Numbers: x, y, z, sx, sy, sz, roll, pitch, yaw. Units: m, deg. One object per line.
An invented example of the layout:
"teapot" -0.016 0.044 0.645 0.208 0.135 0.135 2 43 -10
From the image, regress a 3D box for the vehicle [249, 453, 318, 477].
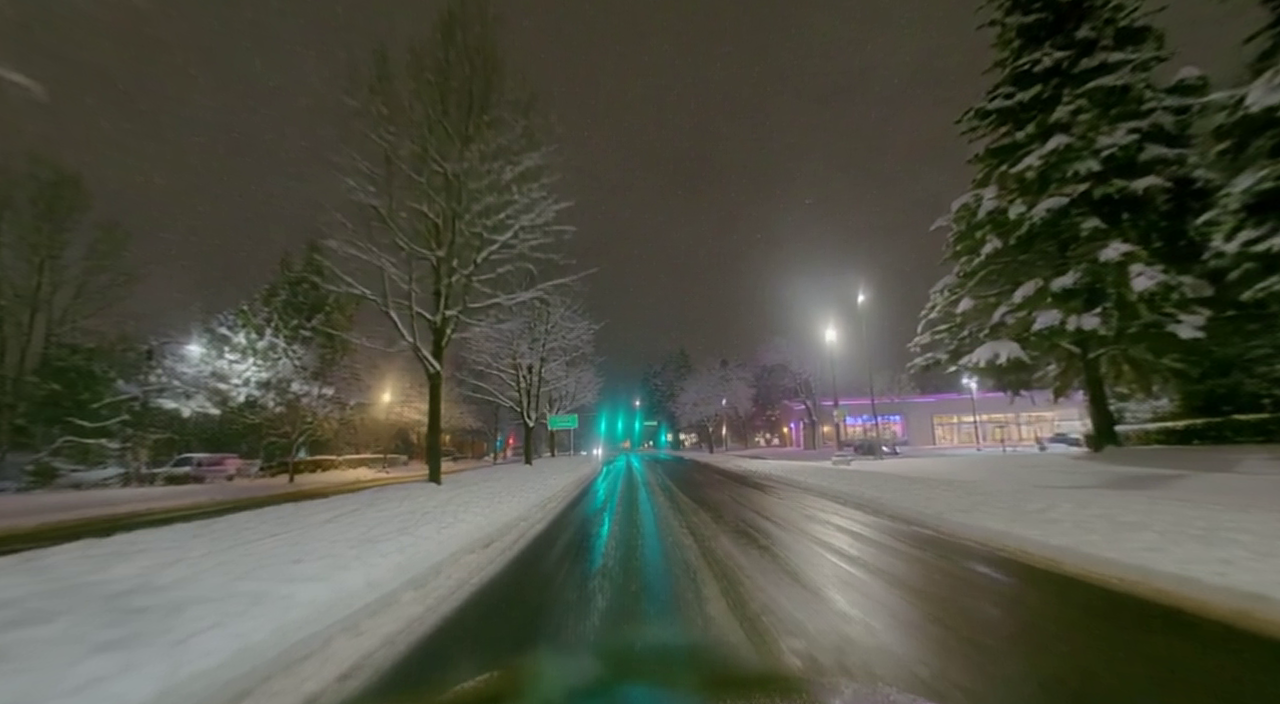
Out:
"vehicle" -27.648 8.731 49.127 4.529 1.711 1.972 4 -10 -28

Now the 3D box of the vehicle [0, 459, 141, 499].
"vehicle" -28.261 6.259 31.500 4.922 1.511 1.959 1 -8 -28
